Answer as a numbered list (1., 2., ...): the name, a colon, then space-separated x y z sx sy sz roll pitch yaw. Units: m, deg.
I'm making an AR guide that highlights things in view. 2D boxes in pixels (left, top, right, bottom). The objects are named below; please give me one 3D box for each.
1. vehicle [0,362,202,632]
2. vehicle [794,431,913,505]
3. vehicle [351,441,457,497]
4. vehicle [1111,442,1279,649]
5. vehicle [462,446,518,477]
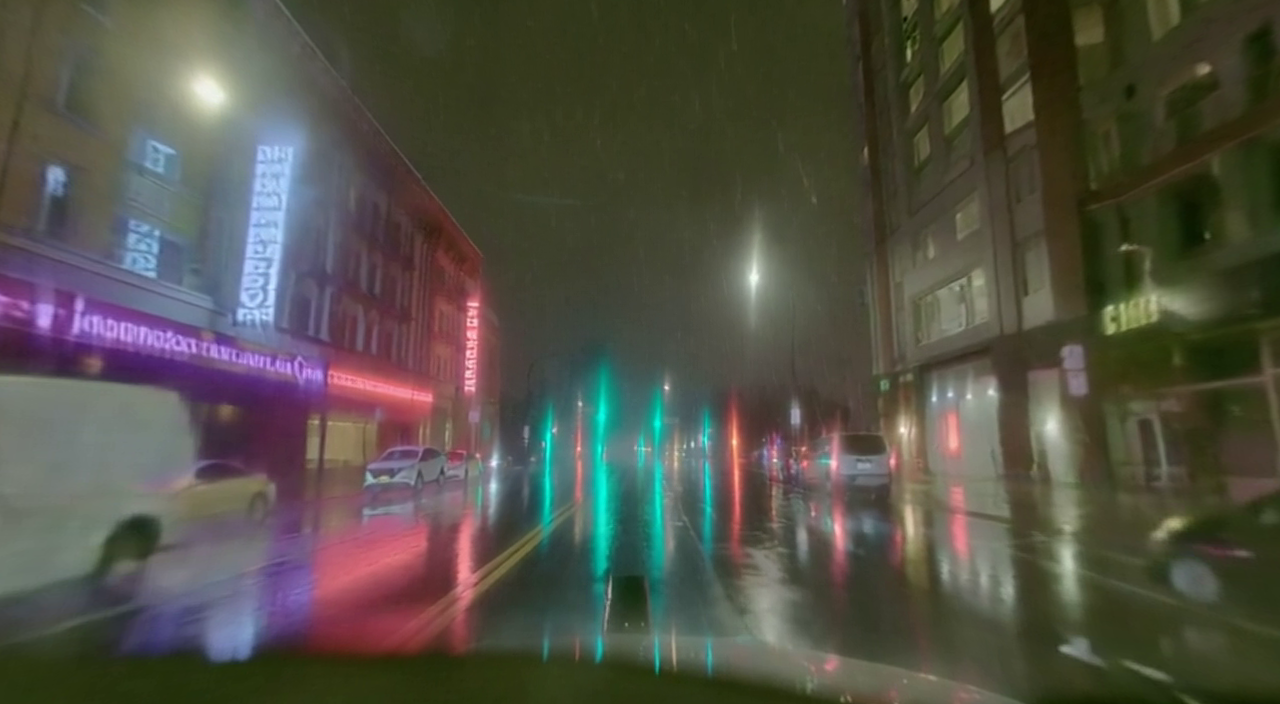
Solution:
1. vehicle: -5.759 0.976 4.025 2.203 1.937 5.133 0 -8 0
2. vehicle: 6.016 3.296 18.409 1.922 1.871 4.477 0 -8 1
3. vehicle: -8.762 4.341 23.959 2.140 1.861 4.801 -1 -8 1
4. vehicle: 5.626 1.262 3.687 2.032 1.466 4.660 0 -8 -2
5. vehicle: -8.626 6.311 36.675 1.961 1.627 4.634 -1 -8 2
